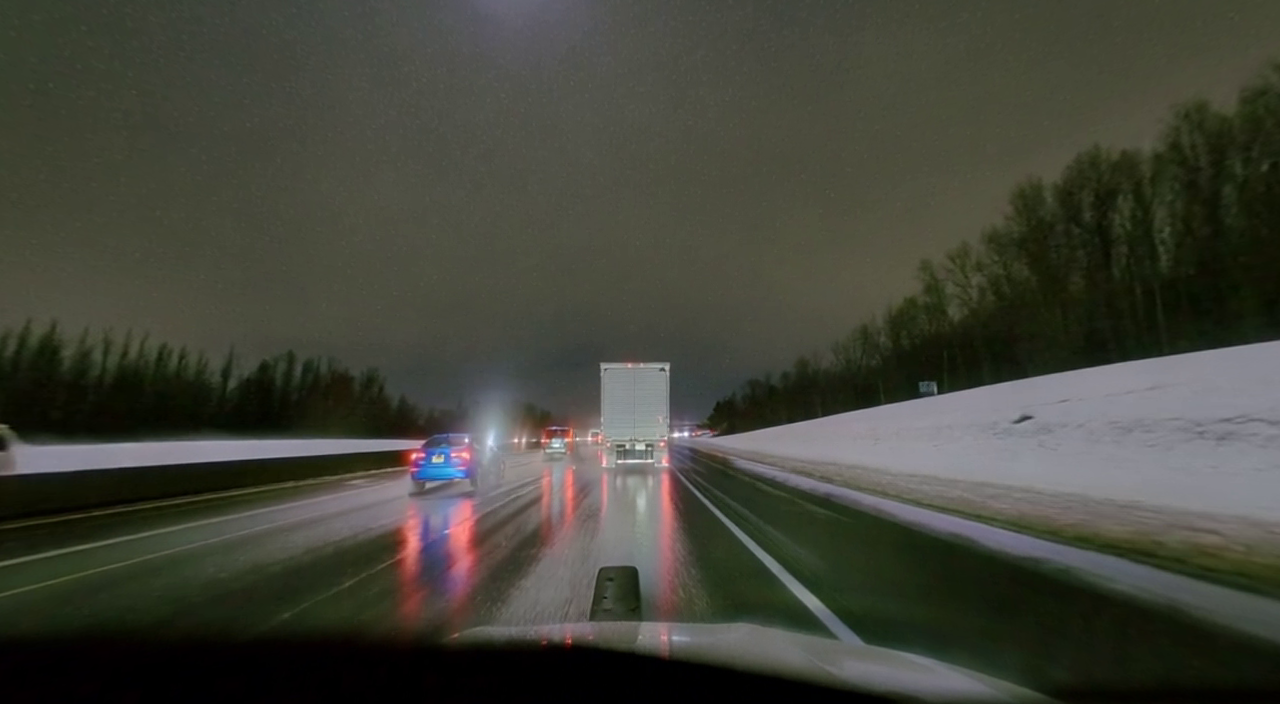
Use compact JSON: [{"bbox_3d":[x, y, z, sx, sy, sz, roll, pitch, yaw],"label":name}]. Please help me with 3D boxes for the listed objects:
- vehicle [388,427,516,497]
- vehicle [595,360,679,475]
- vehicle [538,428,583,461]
[{"bbox_3d":[-4.620,2.735,16.191,1.931,1.539,4.441,0,-8,0],"label":"vehicle"},{"bbox_3d":[-0.239,2.960,27.180,2.953,4.041,10.072,0,-8,-1],"label":"vehicle"},{"bbox_3d":[-4.644,5.463,37.448,2.019,1.834,4.644,0,-8,0],"label":"vehicle"}]
